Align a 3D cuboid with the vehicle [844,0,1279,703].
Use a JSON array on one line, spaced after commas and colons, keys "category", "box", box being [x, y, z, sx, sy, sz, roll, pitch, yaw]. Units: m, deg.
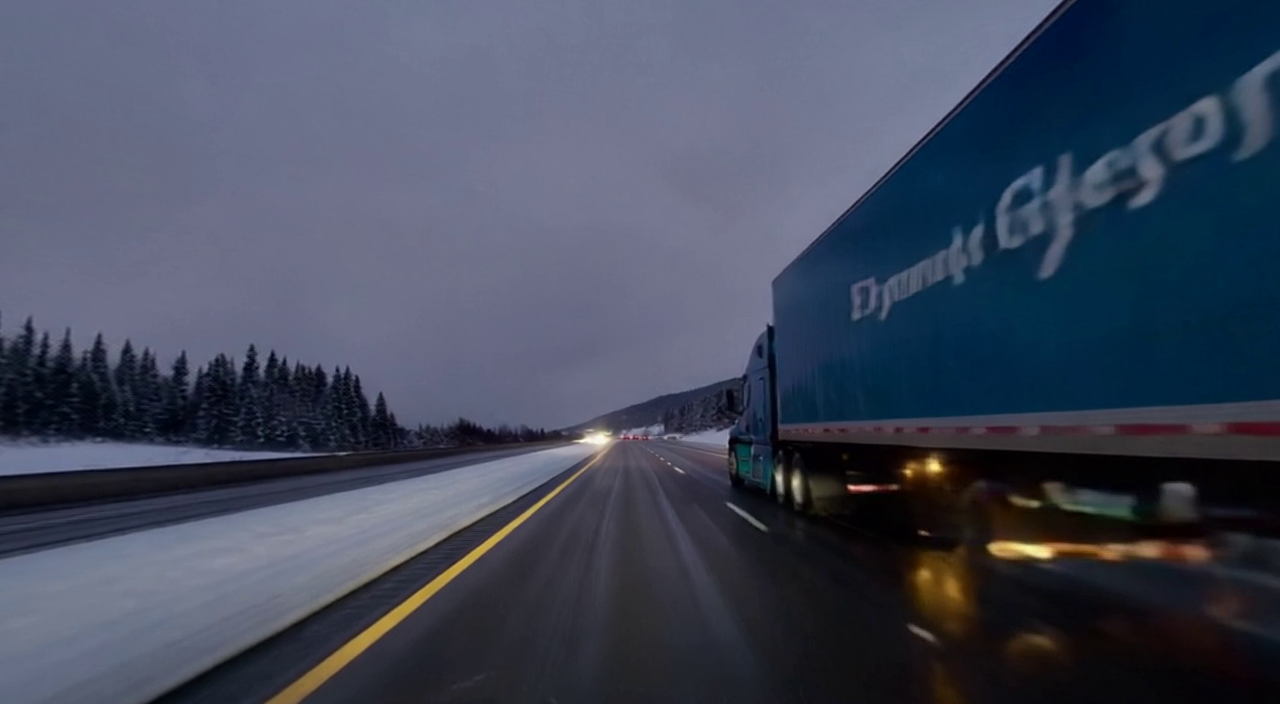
[{"category": "vehicle", "box": [4.166, -0.128, 3.703, 2.888, 3.866, 8.380, 0, -8, -1]}]
